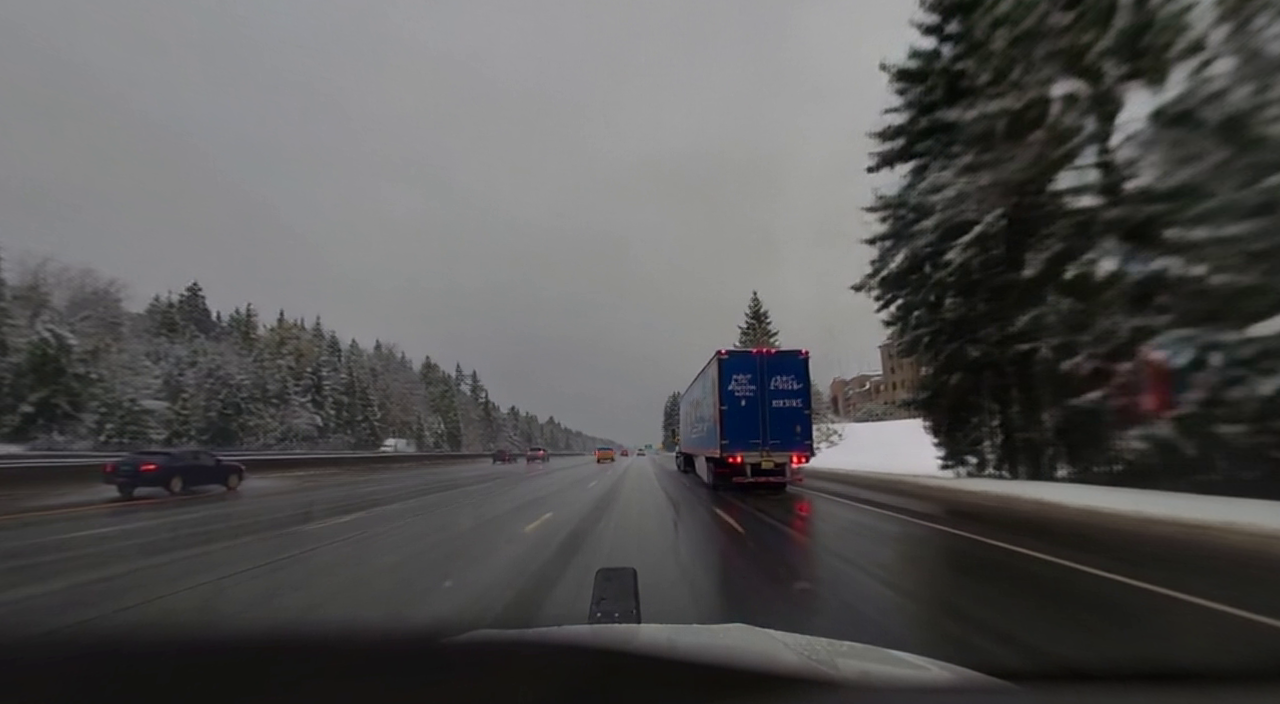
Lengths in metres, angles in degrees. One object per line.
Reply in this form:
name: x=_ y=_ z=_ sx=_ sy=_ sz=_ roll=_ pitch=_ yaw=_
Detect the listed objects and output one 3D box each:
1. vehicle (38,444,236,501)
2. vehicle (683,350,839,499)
vehicle: x=-14.666 y=3.499 z=18.902 sx=1.982 sy=1.471 sz=4.747 roll=0 pitch=-9 yaw=1
vehicle: x=3.844 y=3.121 z=25.136 sx=3.140 sy=4.100 sz=15.551 roll=0 pitch=-9 yaw=0
